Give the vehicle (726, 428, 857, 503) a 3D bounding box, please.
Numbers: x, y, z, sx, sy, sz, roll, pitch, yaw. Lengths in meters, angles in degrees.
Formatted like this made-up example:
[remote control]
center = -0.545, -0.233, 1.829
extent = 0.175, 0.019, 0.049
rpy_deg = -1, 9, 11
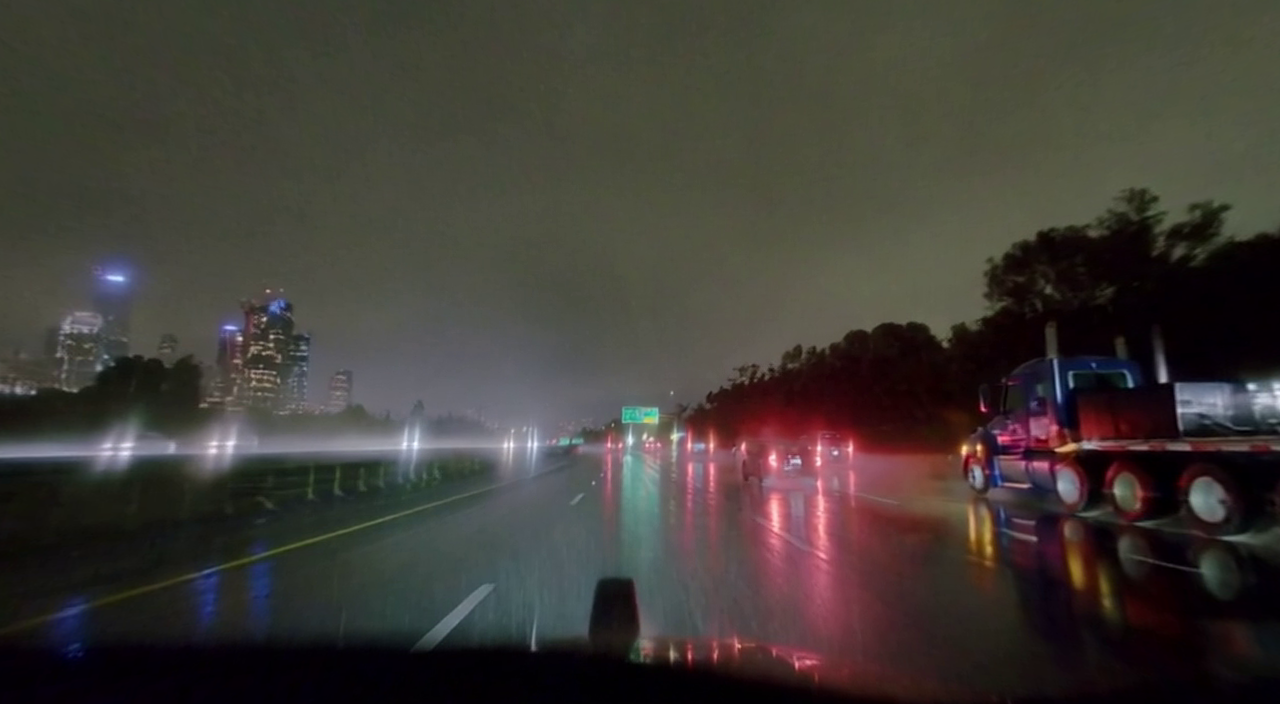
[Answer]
[vehicle]
center = 3.889, 3.017, 17.237
extent = 2.305, 1.729, 4.526
rpy_deg = 0, -8, -2
